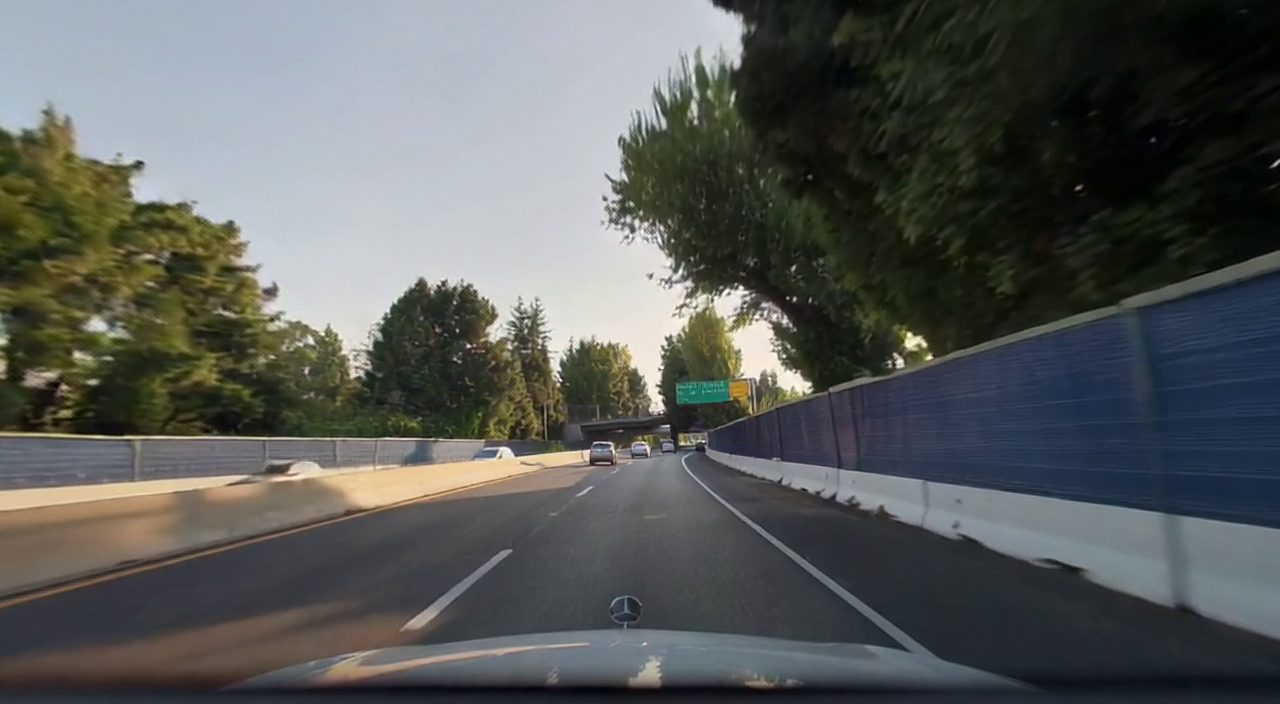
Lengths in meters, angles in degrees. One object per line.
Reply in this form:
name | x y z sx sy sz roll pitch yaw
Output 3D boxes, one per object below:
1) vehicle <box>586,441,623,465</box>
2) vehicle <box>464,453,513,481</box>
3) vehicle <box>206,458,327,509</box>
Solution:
vehicle | -2.252 6.590 41.284 1.985 1.518 3.847 -1 -8 4
vehicle | -9.795 7.446 41.027 1.931 1.645 4.338 0 -8 3
vehicle | -14.538 5.096 24.858 1.909 1.706 4.501 0 -8 1
